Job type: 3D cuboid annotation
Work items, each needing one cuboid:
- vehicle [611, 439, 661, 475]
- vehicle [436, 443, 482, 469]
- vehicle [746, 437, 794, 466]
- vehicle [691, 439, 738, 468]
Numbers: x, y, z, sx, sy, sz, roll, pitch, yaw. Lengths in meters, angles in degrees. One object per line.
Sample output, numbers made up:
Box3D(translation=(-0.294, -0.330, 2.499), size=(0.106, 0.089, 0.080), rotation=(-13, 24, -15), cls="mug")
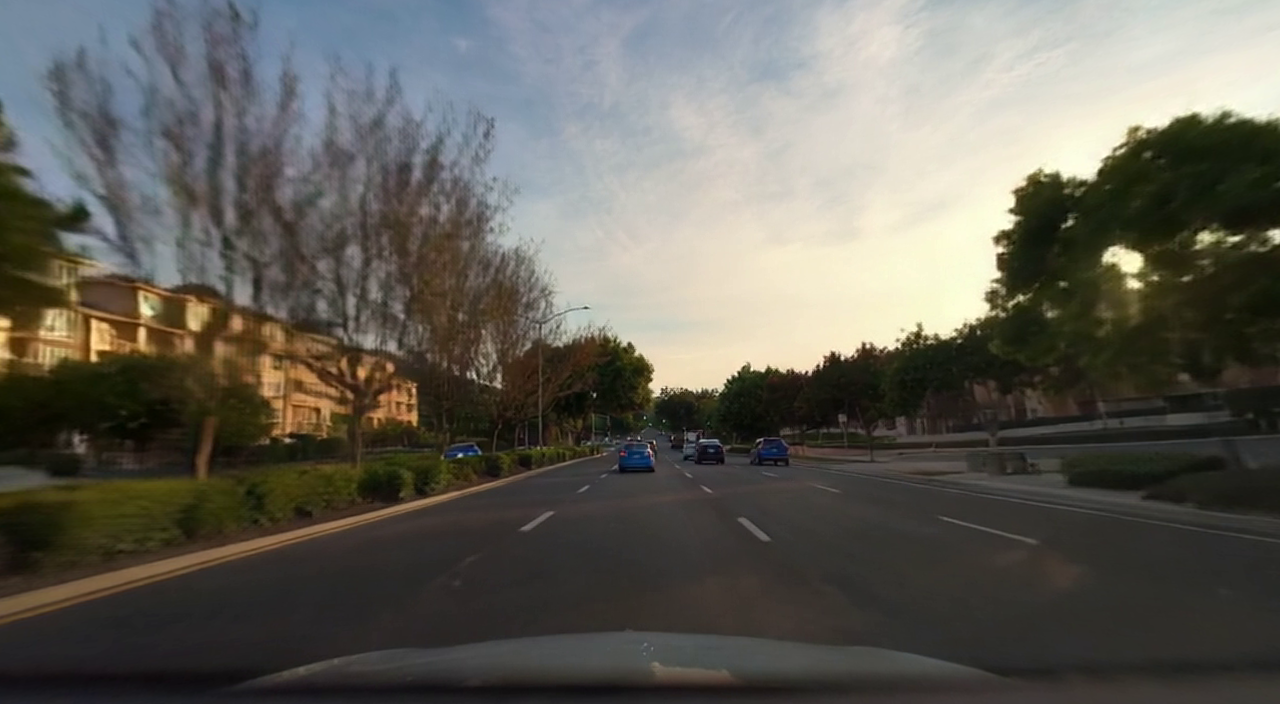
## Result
Box3D(translation=(-0.139, 4.787, 28.958), size=(2.102, 1.481, 3.907), rotation=(0, -8, 1), cls="vehicle")
Box3D(translation=(-13.471, 7.760, 47.265), size=(2.019, 1.778, 4.593), rotation=(0, -8, 1), cls="vehicle")
Box3D(translation=(7.888, 6.071, 38.565), size=(1.972, 1.700, 4.269), rotation=(0, -8, 0), cls="vehicle")
Box3D(translation=(4.085, 5.637, 35.117), size=(2.067, 1.514, 4.188), rotation=(0, -8, 0), cls="vehicle")
